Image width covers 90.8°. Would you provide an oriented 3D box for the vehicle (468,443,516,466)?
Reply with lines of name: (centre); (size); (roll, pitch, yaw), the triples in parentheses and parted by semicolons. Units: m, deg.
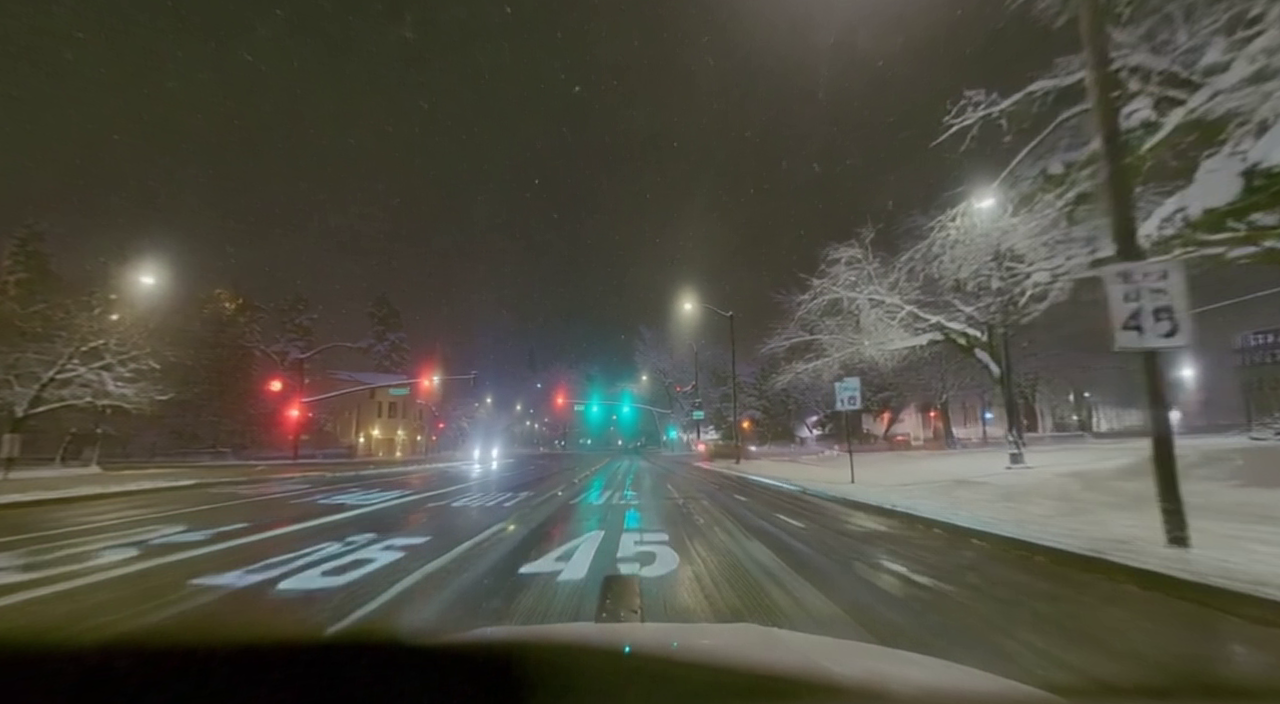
vehicle: (-9.967, 6.930, 42.876); (2.089, 1.390, 4.555); (0, -8, 0)
